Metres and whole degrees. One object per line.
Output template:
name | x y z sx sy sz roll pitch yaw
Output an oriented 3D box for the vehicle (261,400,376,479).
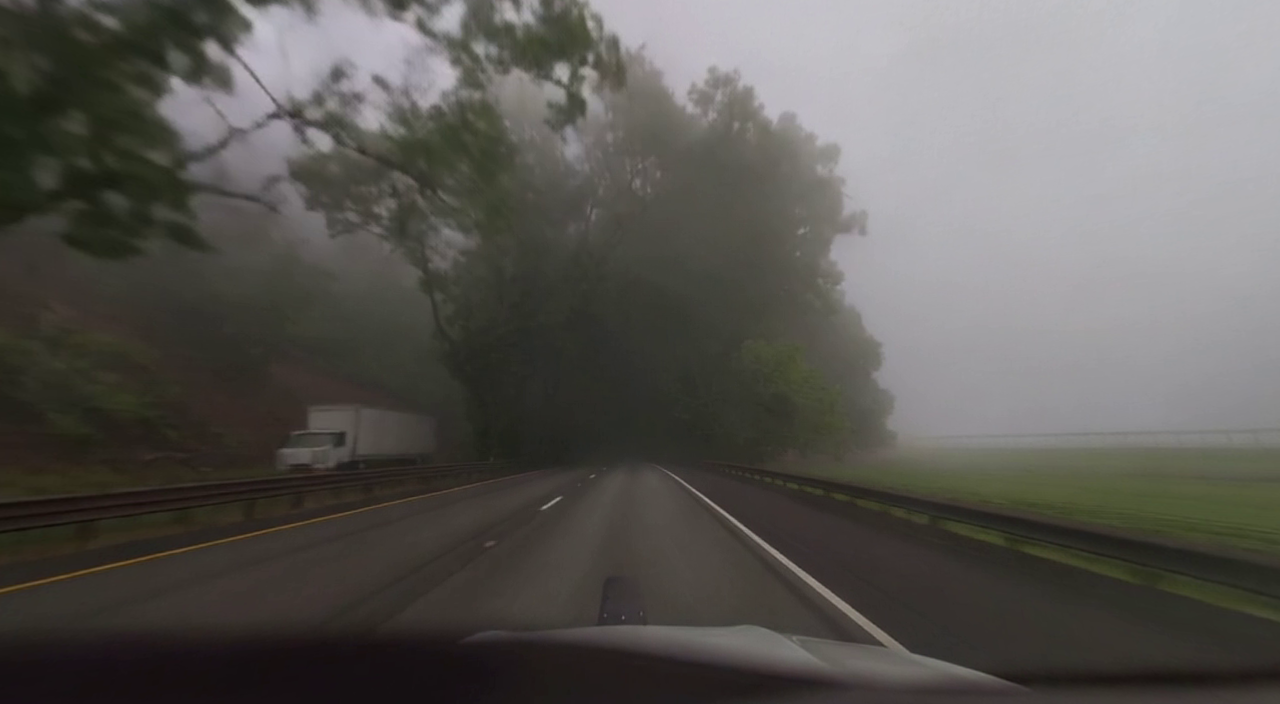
vehicle | -17.300 4.784 34.439 3.023 3.905 5.914 0 -9 0
